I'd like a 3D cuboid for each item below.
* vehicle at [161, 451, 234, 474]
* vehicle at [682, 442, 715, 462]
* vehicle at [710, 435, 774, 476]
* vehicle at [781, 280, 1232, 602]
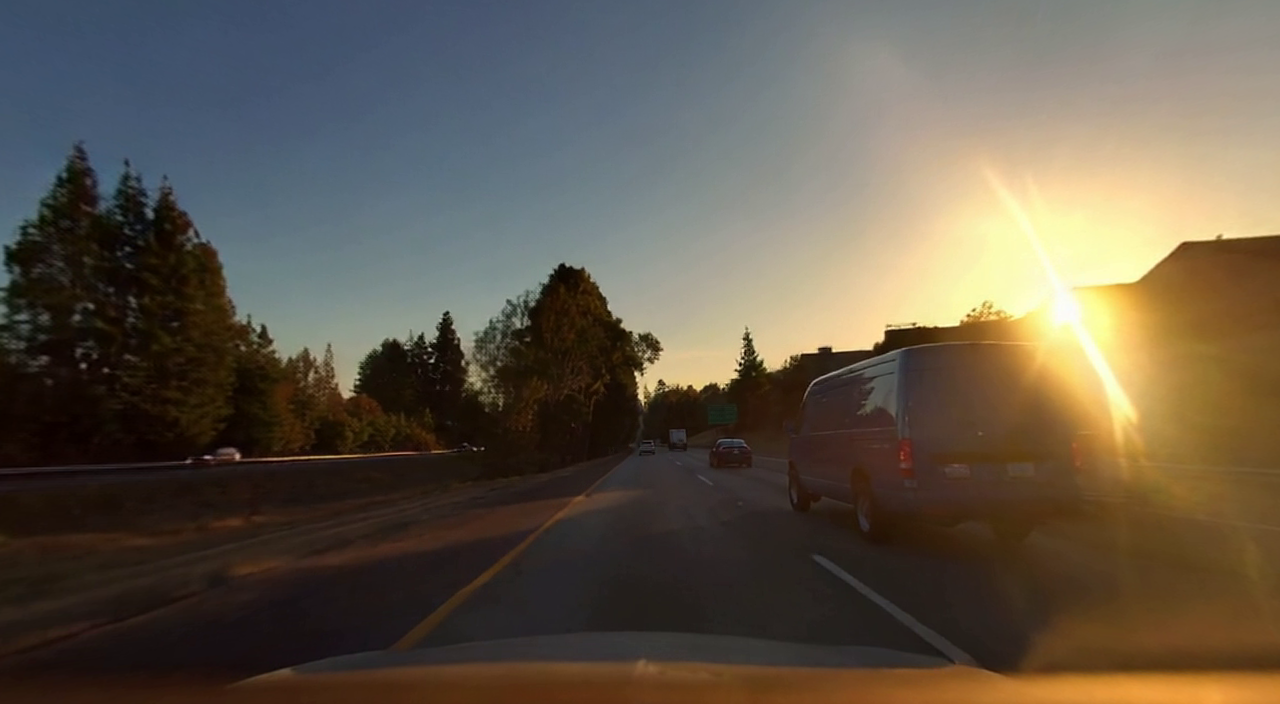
[{"bbox_3d":[-31.681,7.893,45.331,1.865,1.490,4.651,0,-8,1],"label":"vehicle"},{"bbox_3d":[4.331,7.500,47.377,2.050,1.448,4.123,0,-8,-1],"label":"vehicle"},{"bbox_3d":[4.424,4.550,28.042,2.034,1.651,4.342,0,-8,-1],"label":"vehicle"},{"bbox_3d":[3.665,1.130,8.225,2.302,2.670,5.912,0,-8,1],"label":"vehicle"}]
